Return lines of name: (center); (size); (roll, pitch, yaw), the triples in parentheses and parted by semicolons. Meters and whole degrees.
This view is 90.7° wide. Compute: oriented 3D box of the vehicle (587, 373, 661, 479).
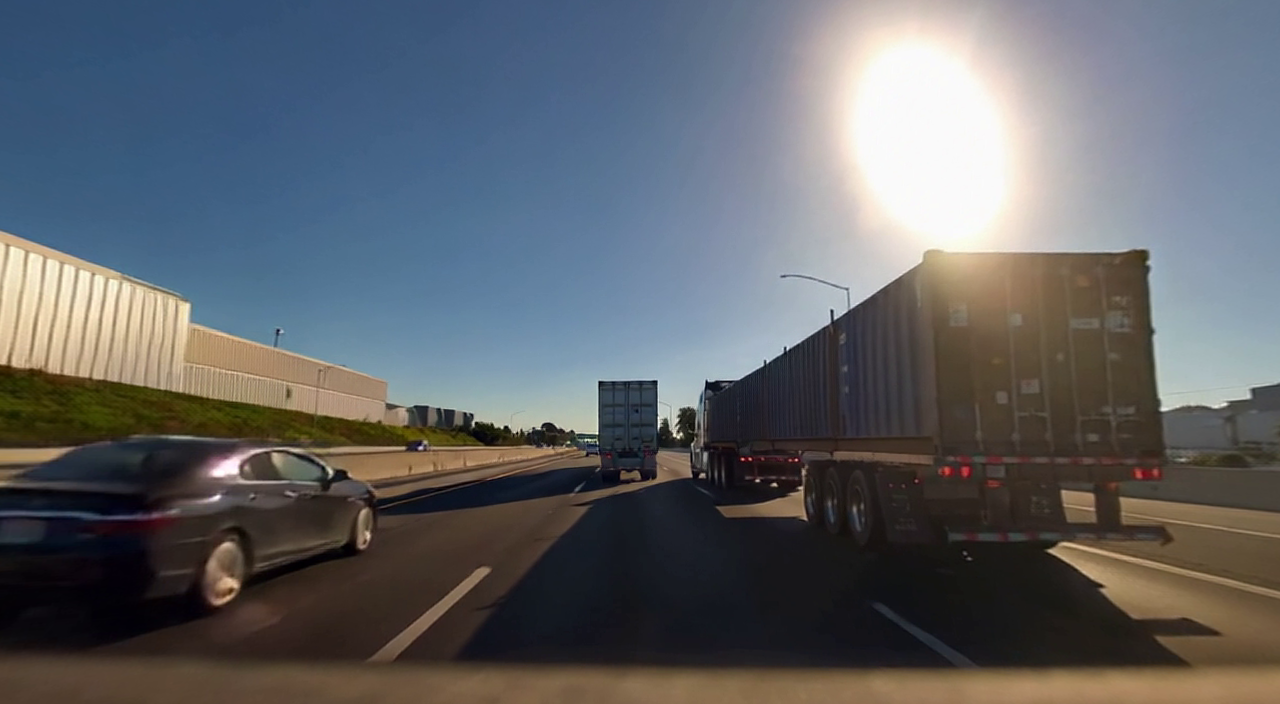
vehicle: (-0.512, 3.719, 30.356); (2.841, 4.071, 12.046); (-1, -9, 1)

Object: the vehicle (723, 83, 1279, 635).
vehicle: (3.780, 0.859, 10.938); (2.803, 4.072, 12.744); (0, -9, -1)

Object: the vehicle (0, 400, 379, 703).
vehicle: (-3.907, 1.251, 4.742); (1.994, 1.471, 4.591); (0, -9, -1)
